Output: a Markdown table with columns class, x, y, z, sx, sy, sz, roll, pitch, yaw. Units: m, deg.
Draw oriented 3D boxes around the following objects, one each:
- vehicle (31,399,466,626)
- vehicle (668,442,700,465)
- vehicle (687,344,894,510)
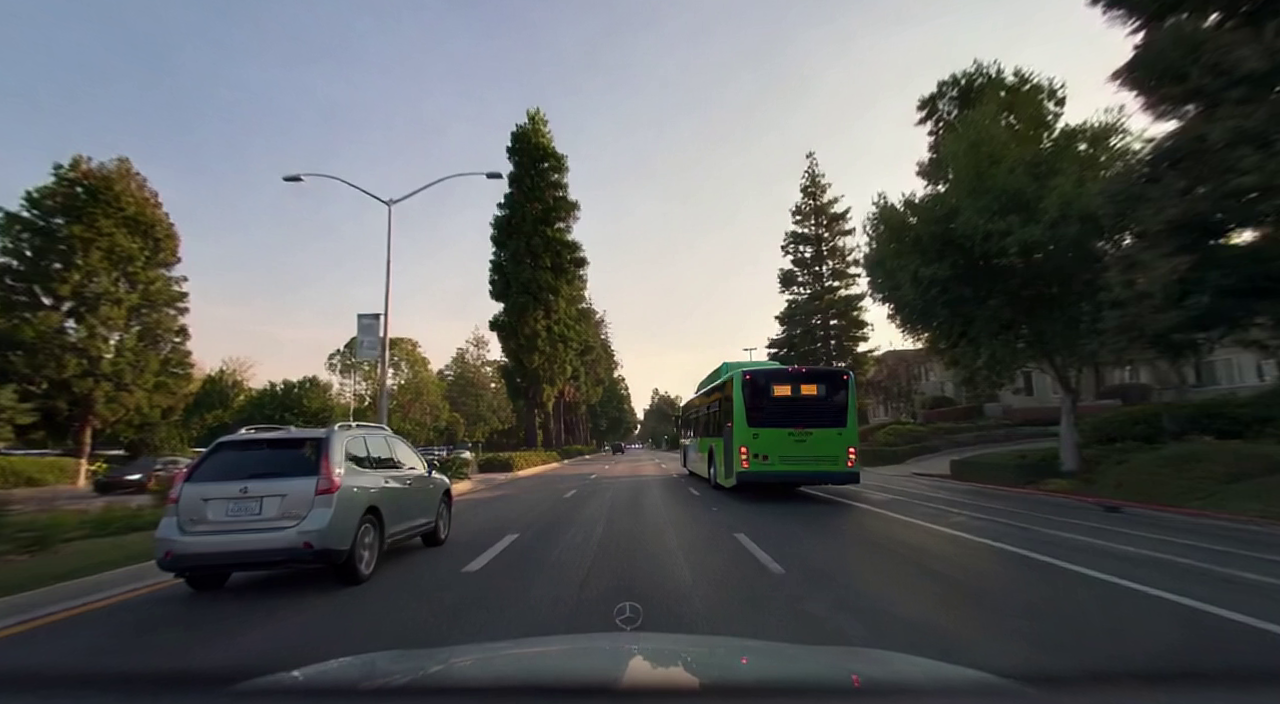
| class | x | y | z | sx | sy | sz | roll | pitch | yaw |
| --- | --- | --- | --- | --- | --- | --- | --- | --- | --- |
| vehicle | -3.684 | 1.574 | 7.159 | 2.111 | 1.767 | 4.333 | 0 | -8 | 0 |
| vehicle | 3.068 | 7.180 | 44.565 | 1.945 | 1.481 | 4.263 | 0 | -8 | -1 |
| vehicle | 3.422 | 2.393 | 18.804 | 3.072 | 3.278 | 12.747 | 0 | -8 | 0 |
